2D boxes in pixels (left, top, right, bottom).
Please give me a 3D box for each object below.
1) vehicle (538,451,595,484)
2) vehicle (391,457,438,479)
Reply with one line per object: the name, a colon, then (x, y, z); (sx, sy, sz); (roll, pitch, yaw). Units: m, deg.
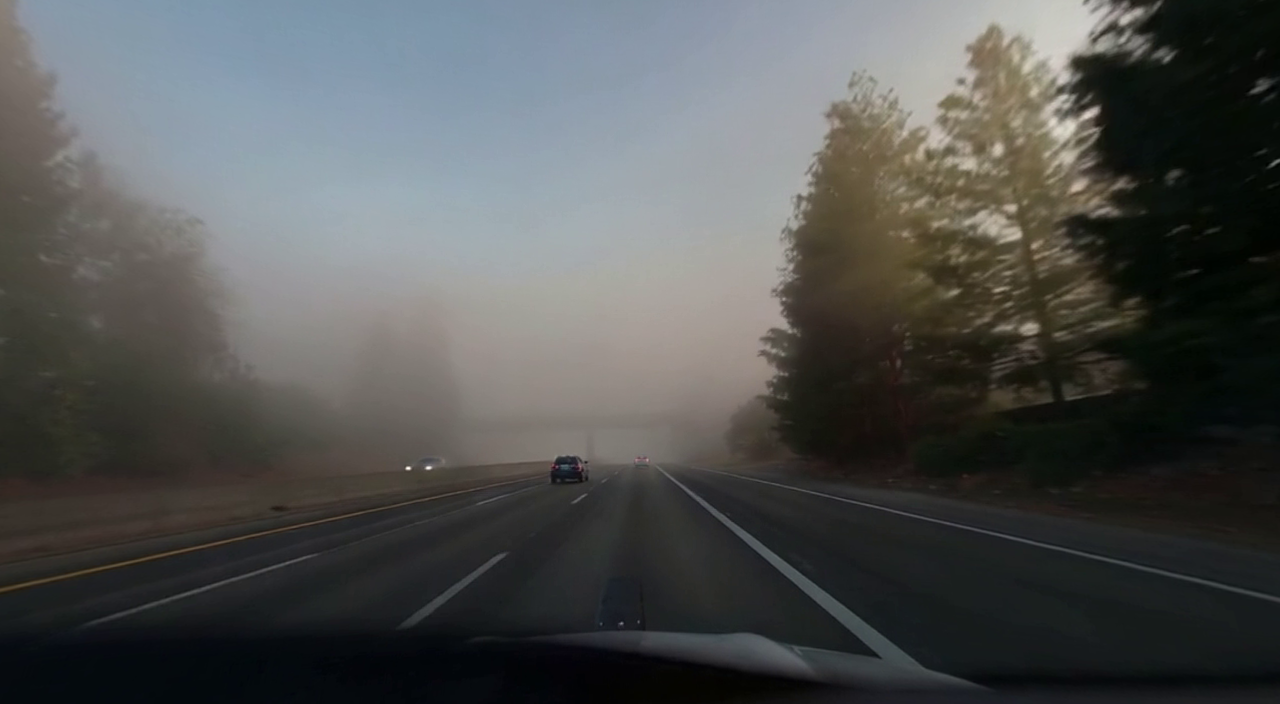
vehicle: (-3.578, 5.726, 31.550); (2.293, 1.462, 4.452); (-1, -9, 0)
vehicle: (-15.867, 8.151, 44.567); (1.912, 1.430, 3.830); (-1, -9, 0)
